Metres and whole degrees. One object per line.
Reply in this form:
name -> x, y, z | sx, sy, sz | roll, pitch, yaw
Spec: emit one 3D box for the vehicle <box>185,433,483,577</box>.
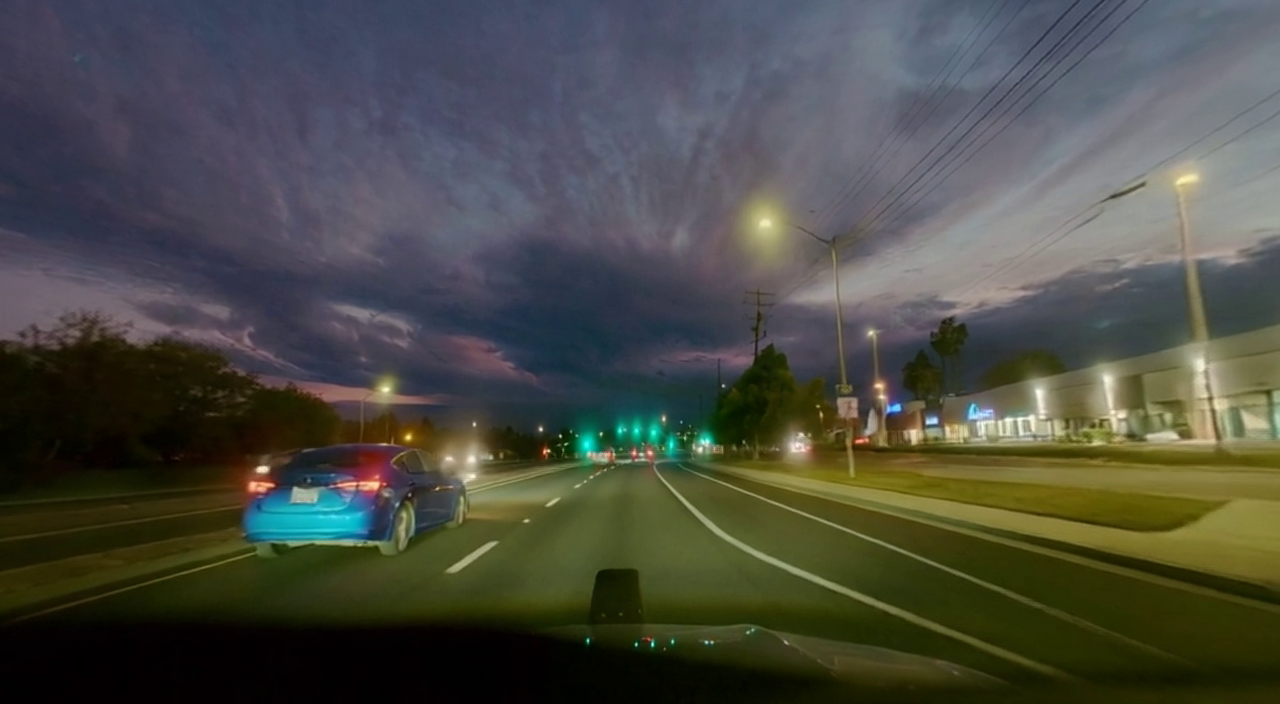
vehicle -> -3.806, 1.966, 9.031 | 1.928, 1.488, 4.635 | 0, -9, 0
